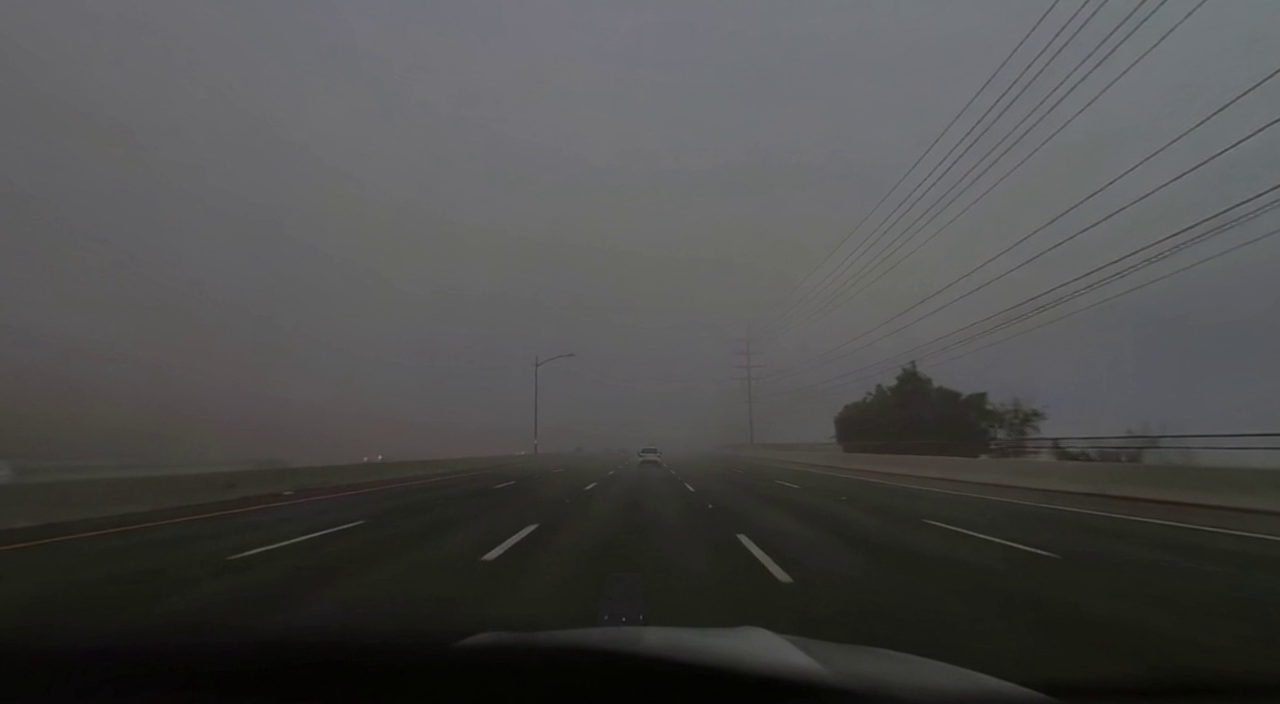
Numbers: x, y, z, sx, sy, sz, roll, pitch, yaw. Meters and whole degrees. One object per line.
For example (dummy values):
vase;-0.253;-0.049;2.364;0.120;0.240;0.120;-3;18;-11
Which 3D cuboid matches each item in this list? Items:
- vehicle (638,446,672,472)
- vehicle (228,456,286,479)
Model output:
vehicle;0.835;6.396;37.991;1.891;1.444;3.968;0;-8;-1
vehicle;-23.721;7.141;39.147;1.460;1.329;3.273;0;-8;1
